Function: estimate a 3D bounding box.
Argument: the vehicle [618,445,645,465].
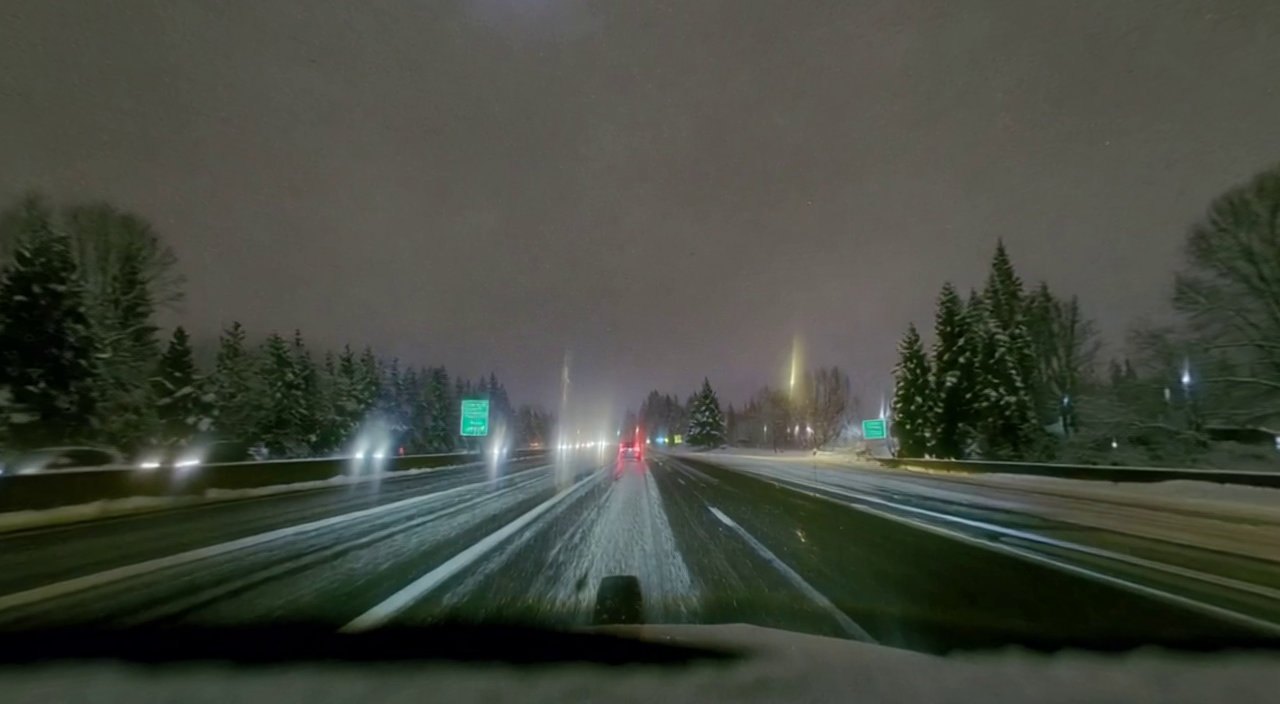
[{"bbox_3d":[-0.688,7.847,48.381,2.025,1.460,4.189,0,-9,-2],"label":"vehicle"}]

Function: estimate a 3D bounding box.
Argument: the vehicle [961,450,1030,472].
[{"bbox_3d":[24.468,7.495,43.550,3.596,1.434,1.782,-1,-9,5],"label":"vehicle"}]

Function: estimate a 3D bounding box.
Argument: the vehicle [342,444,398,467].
[{"bbox_3d":[-21.232,8.166,49.889,2.201,1.708,4.988,0,-9,0],"label":"vehicle"}]

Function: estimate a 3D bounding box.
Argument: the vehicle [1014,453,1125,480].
[{"bbox_3d":[24.381,6.490,36.052,4.687,1.456,2.075,-1,-9,8],"label":"vehicle"}]

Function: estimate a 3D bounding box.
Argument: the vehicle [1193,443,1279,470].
[{"bbox_3d":[39.695,6.876,41.708,1.934,1.572,4.262,7,-9,-28],"label":"vehicle"}]

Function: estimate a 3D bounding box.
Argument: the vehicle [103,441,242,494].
[{"bbox_3d":[-17.261,4.227,23.649,1.921,1.749,4.305,0,-8,-1],"label":"vehicle"}]

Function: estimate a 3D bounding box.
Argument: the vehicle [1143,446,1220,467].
[{"bbox_3d":[41.780,8.044,48.798,1.871,1.530,4.021,5,-10,-30],"label":"vehicle"}]

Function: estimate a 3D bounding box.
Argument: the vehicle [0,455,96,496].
[{"bbox_3d":[-25.116,4.977,25.788,1.821,1.469,4.441,0,-9,1],"label":"vehicle"}]
